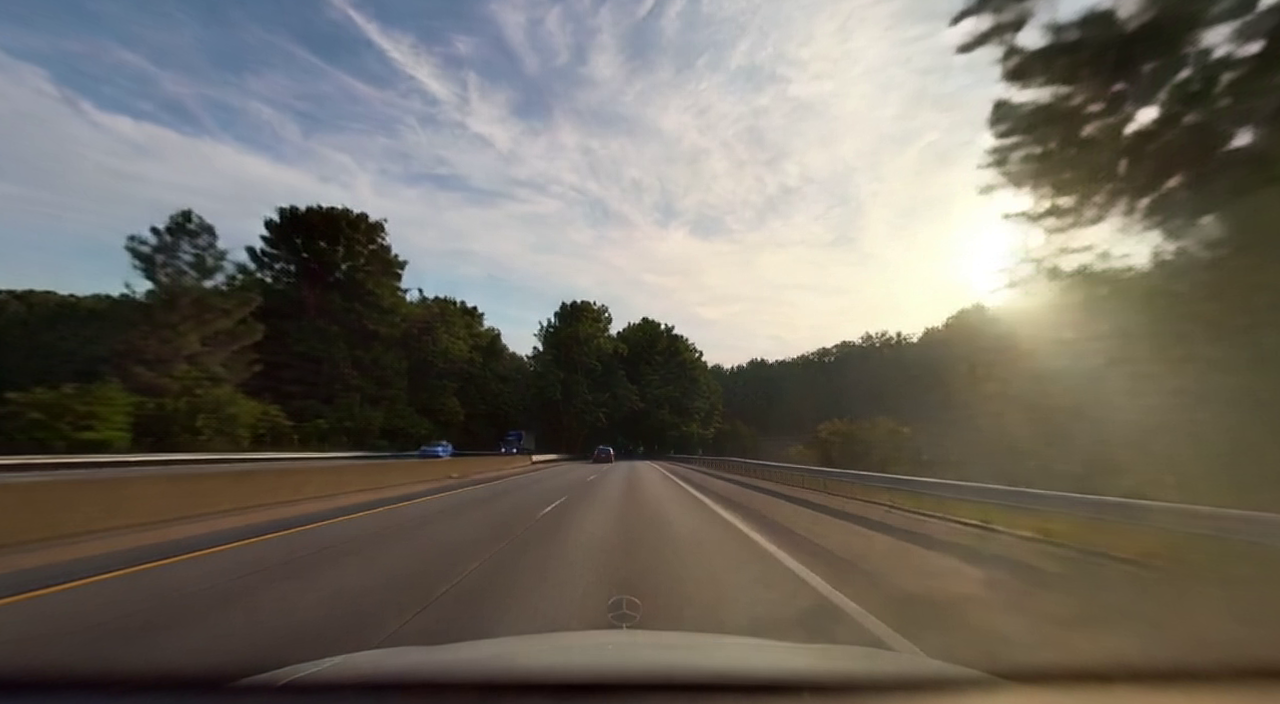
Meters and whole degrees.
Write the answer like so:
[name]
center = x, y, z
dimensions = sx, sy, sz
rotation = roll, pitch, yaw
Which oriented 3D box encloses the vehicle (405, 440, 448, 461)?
[vehicle]
center = -15.680, 7.220, 46.400
dimensions = 1.781, 1.458, 3.767
rotation = 0, -9, 1
